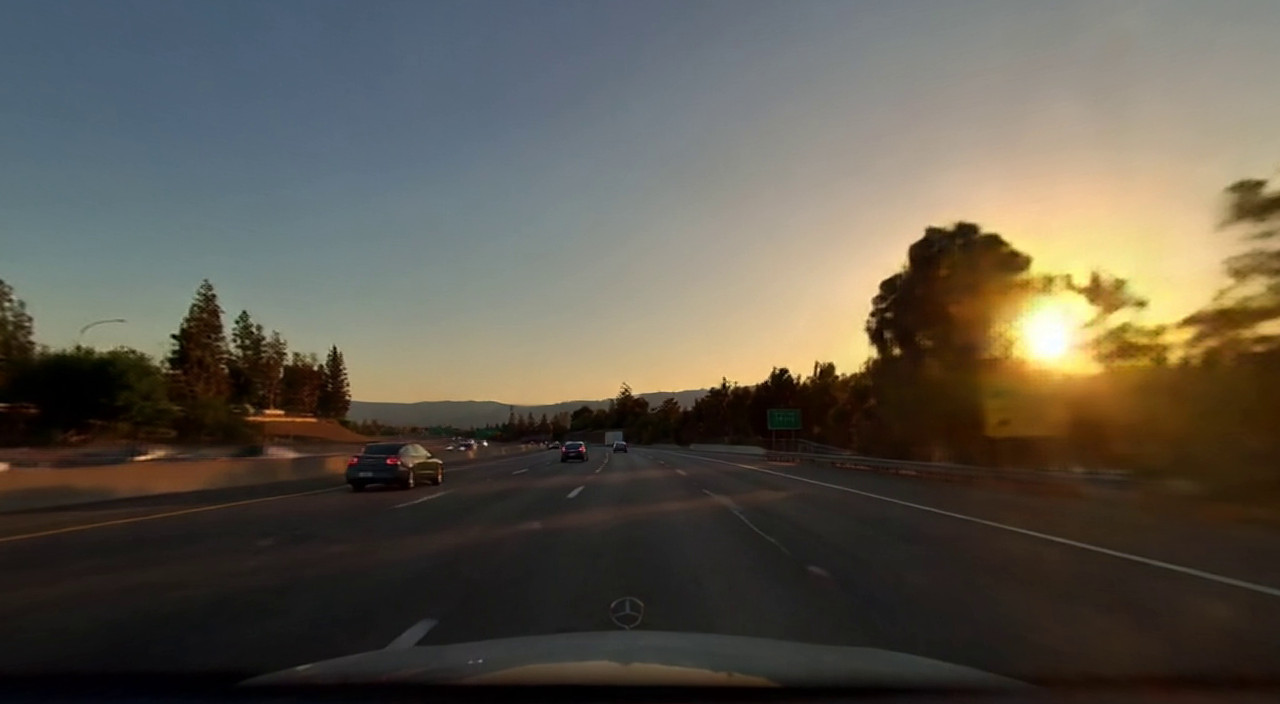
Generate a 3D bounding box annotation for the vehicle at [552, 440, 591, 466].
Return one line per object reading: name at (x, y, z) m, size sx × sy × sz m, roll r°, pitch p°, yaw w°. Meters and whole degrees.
vehicle at (-4.074, 6.091, 38.109) m, size 1.936 × 1.465 × 4.060 m, roll 0°, pitch -8°, yaw 0°

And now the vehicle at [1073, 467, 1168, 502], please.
vehicle at (24.200, 6.682, 31.978) m, size 2.005 × 1.478 × 4.056 m, roll -1°, pitch -8°, yaw 8°

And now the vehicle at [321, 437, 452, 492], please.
vehicle at (-7.498, 3.357, 19.262) m, size 2.038 × 1.463 × 4.656 m, roll 0°, pitch -8°, yaw 0°

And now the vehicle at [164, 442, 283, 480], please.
vehicle at (-17.184, 4.478, 26.328) m, size 1.979 × 1.433 × 4.404 m, roll 0°, pitch -8°, yaw -1°
